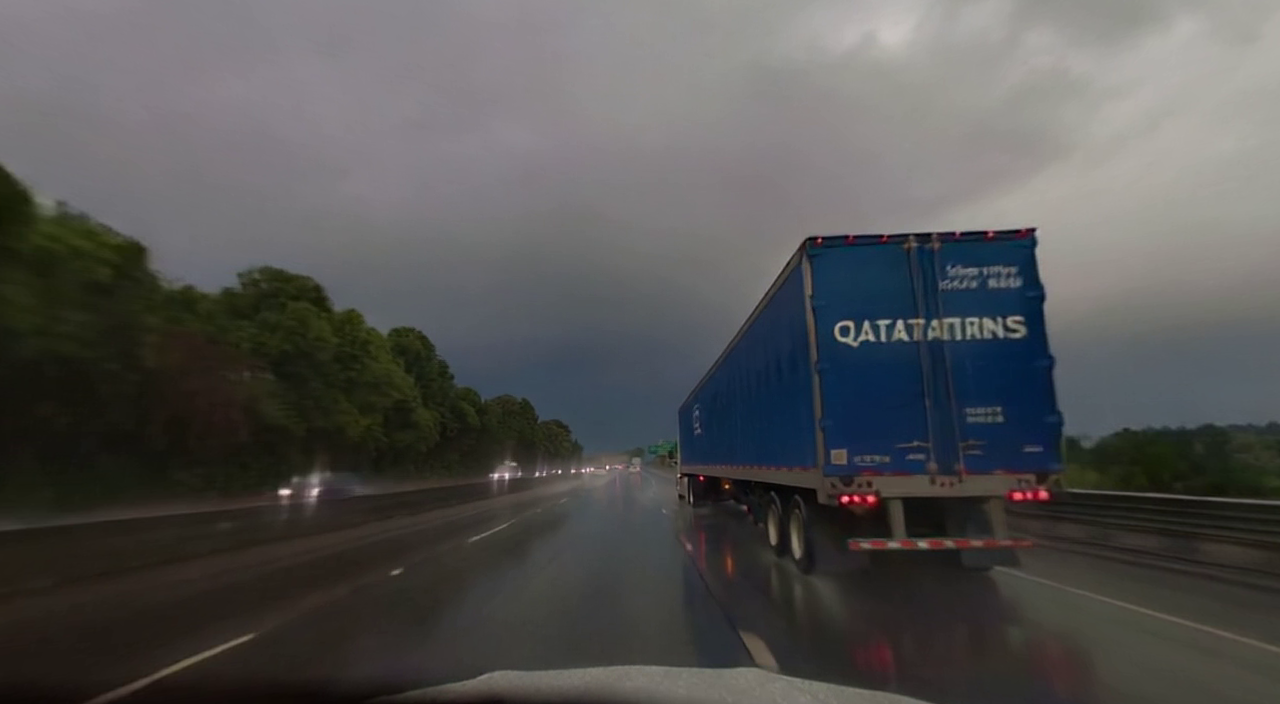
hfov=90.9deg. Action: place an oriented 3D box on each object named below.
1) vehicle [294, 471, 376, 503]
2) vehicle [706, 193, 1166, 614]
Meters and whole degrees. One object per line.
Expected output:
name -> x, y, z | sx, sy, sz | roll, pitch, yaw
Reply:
vehicle -> -17.224, 7.649, 35.917 | 2.088, 1.600, 4.994 | 0, -11, 1
vehicle -> 3.284, 1.350, 11.313 | 2.871, 4.032, 10.642 | 1, -11, -1
